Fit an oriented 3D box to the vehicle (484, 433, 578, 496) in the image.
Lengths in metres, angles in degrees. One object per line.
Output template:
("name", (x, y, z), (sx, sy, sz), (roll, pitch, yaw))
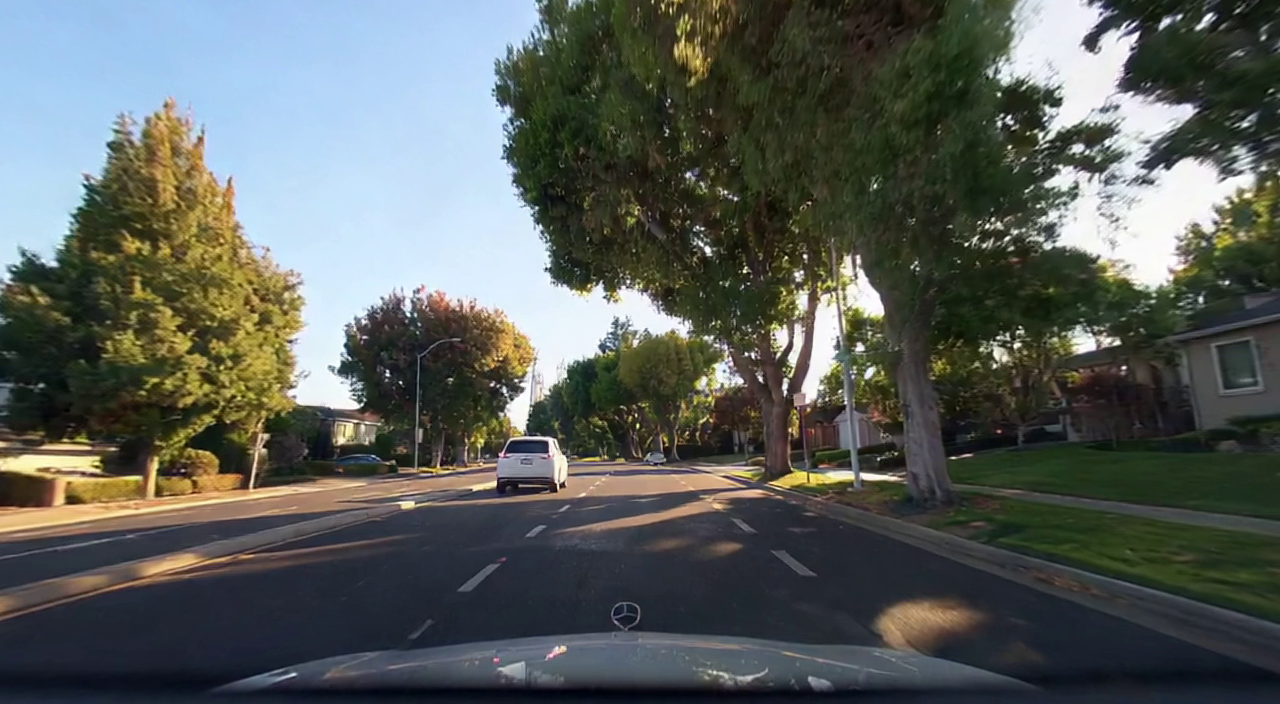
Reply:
("vehicle", (-3.332, 3.538, 20.242), (2.175, 1.772, 4.442), (0, -8, 0))
